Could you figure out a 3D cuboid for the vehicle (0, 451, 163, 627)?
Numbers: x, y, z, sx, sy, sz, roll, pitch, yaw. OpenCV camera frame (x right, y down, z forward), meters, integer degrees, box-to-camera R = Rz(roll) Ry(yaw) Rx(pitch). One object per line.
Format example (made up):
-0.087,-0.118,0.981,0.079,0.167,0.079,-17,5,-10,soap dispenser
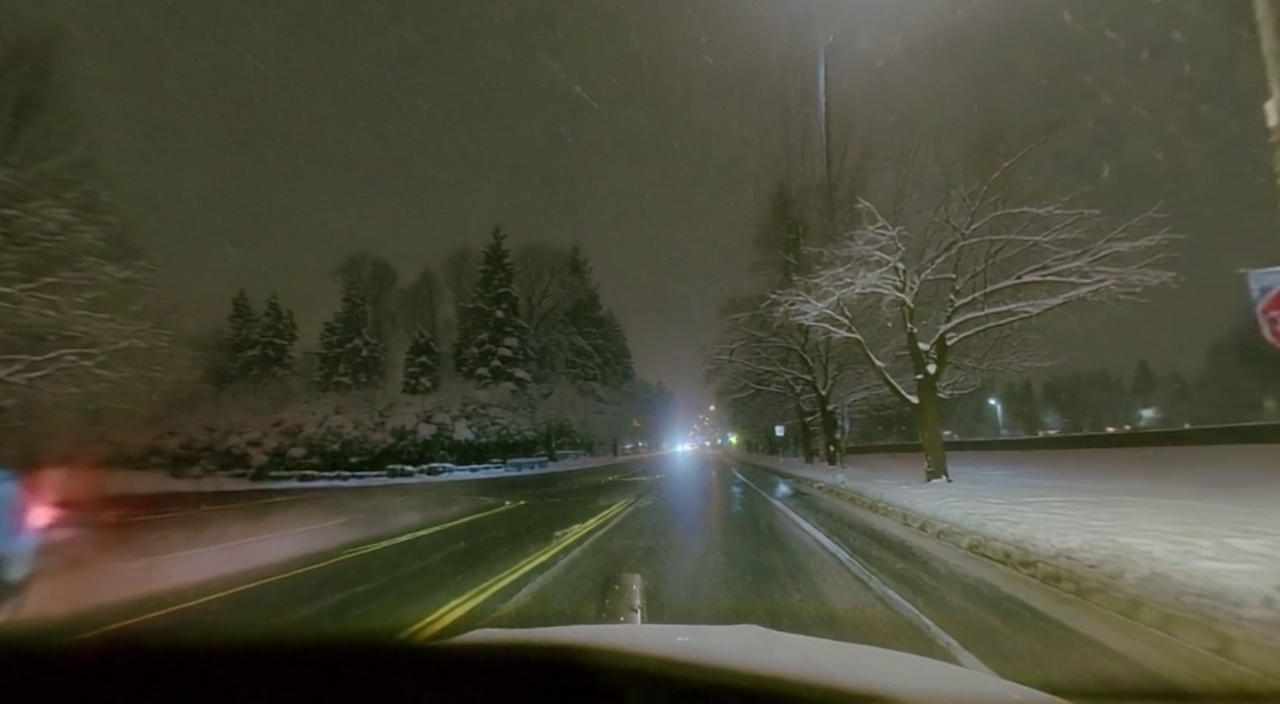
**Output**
-6.518,1.549,4.880,1.926,1.465,4.433,-2,-8,6,vehicle
